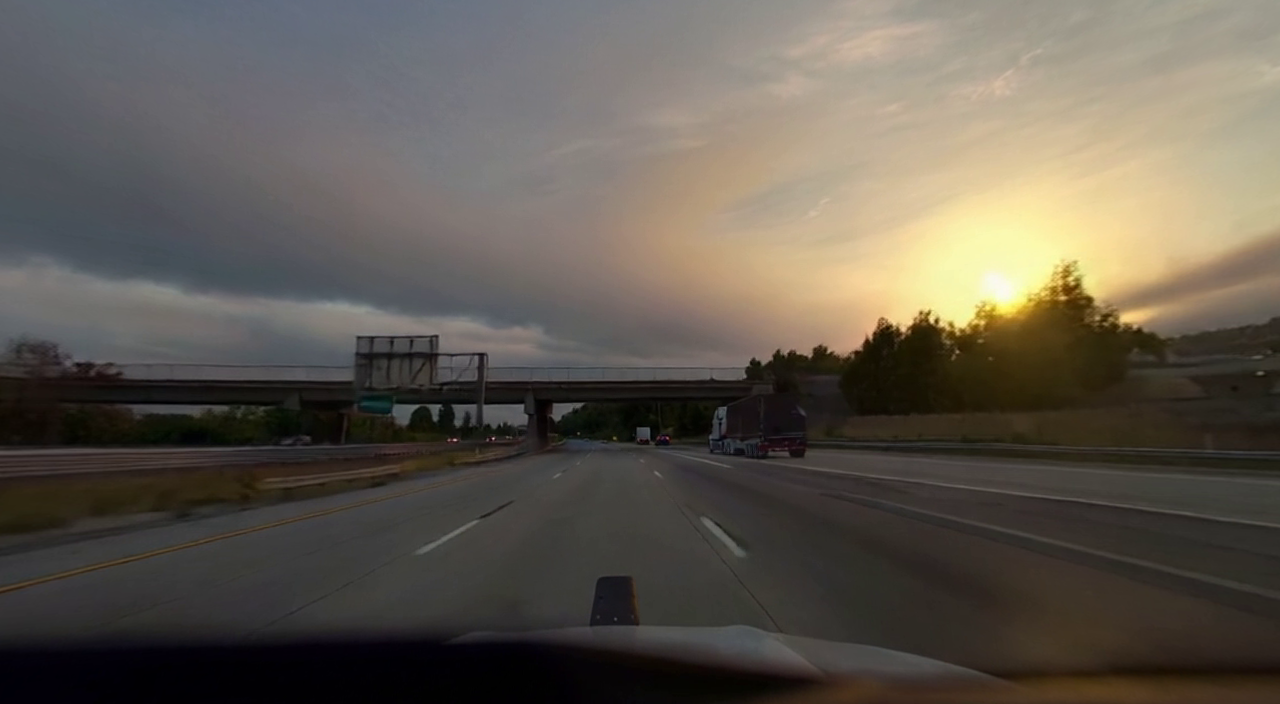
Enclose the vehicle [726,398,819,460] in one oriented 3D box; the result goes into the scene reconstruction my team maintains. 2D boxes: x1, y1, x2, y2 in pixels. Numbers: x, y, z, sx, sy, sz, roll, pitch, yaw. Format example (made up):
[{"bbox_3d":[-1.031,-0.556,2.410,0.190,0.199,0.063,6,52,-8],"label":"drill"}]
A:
[{"bbox_3d":[9.590,5.986,47.936,2.855,4.053,13.328,0,-8,-6],"label":"vehicle"}]
